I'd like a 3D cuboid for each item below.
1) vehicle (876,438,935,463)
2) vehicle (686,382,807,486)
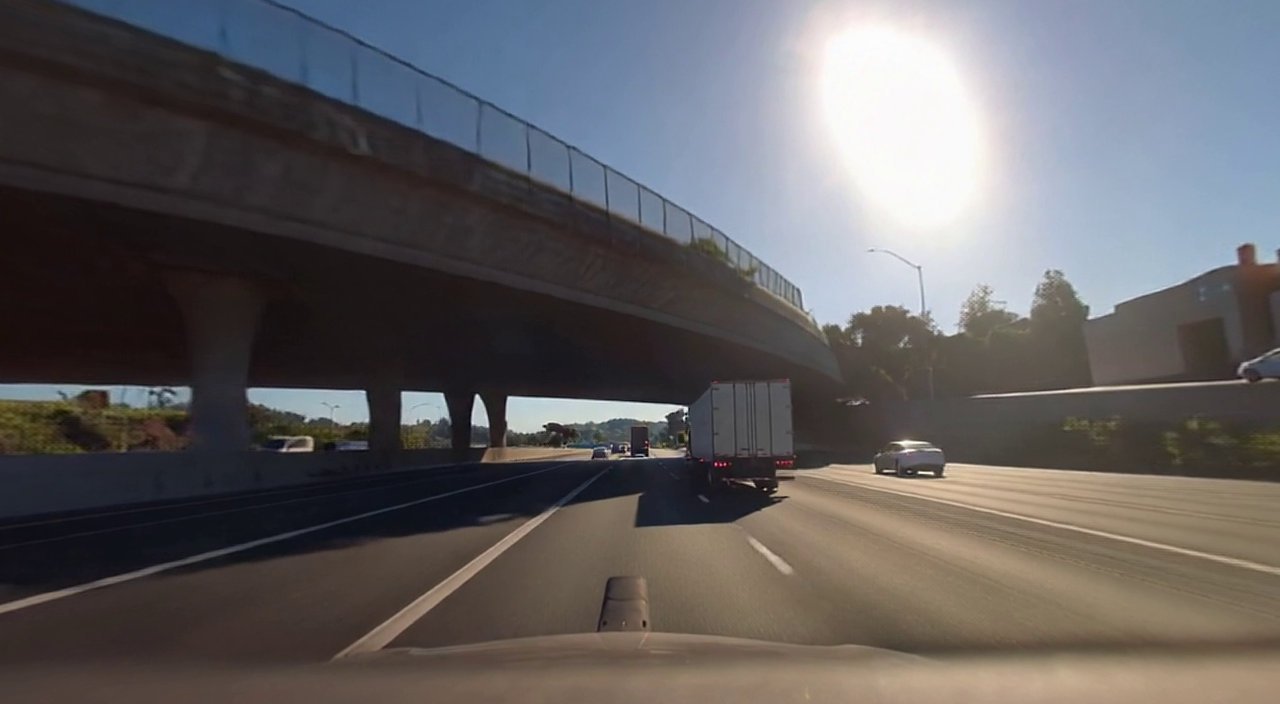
[{"bbox_3d":[17.295,6.463,41.117,2.021,1.549,4.322,1,-9,0],"label":"vehicle"},{"bbox_3d":[3.885,3.481,25.957,3.049,3.395,10.595,0,-8,0],"label":"vehicle"}]
